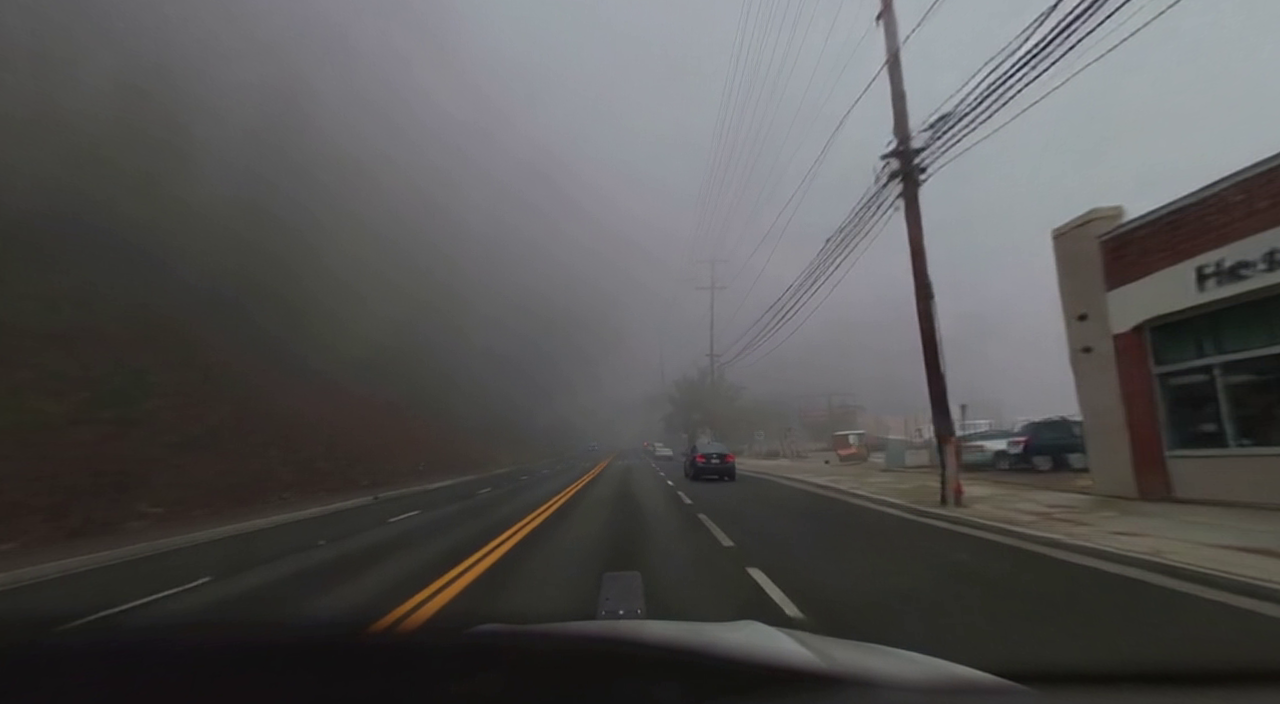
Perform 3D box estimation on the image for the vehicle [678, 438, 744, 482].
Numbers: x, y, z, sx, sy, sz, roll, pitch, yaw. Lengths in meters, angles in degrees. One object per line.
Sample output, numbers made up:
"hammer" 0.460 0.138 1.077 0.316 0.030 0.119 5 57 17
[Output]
"vehicle" 2.593 4.037 23.821 1.975 1.497 3.647 0 -9 -1
